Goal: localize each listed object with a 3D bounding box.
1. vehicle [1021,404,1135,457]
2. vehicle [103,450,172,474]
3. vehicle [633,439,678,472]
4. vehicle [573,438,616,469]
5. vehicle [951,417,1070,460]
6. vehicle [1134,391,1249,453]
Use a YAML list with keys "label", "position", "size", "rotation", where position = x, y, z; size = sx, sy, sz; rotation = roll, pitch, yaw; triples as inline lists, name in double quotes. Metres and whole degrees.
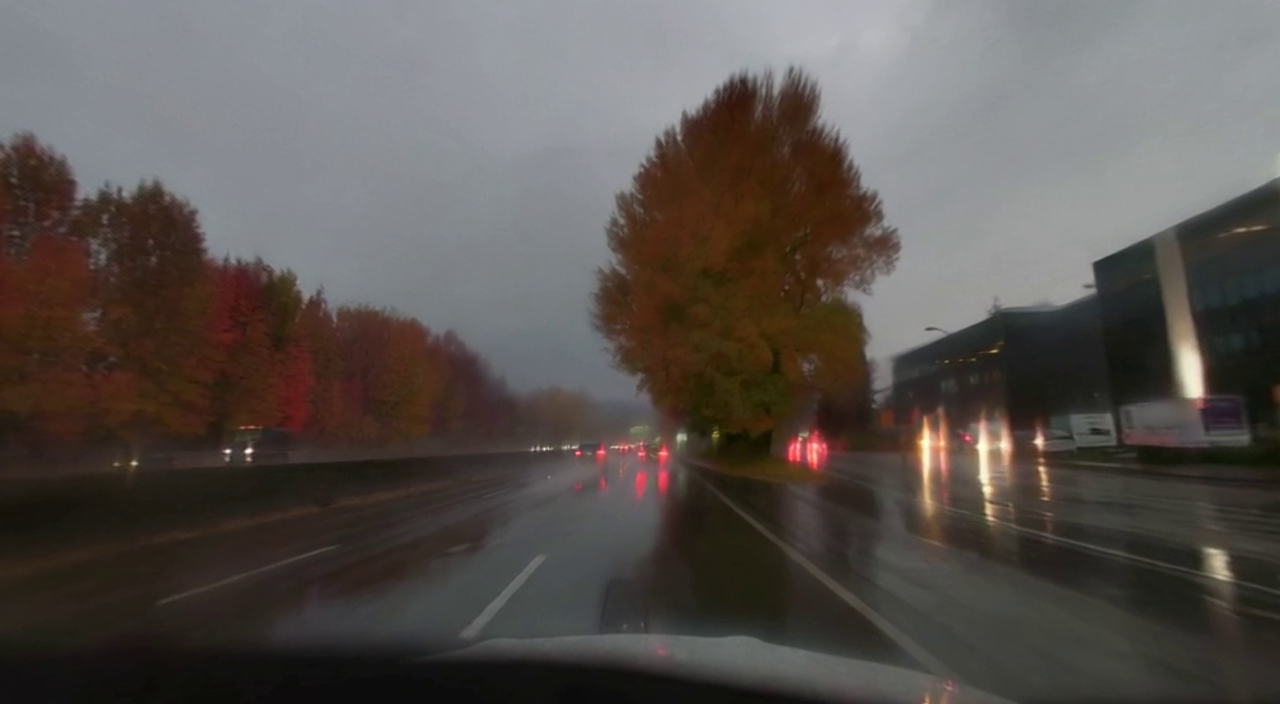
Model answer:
- label: "vehicle"
  position: [23.095, 4.226, 33.468]
  size: [4.440, 2.545, 2.105]
  rotation: [-5, -10, 24]
- label: "vehicle"
  position: [-36.400, 7.944, 45.693]
  size: [1.836, 1.590, 3.860]
  rotation: [0, -8, -1]
- label: "vehicle"
  position: [0.719, 5.001, 30.638]
  size: [2.040, 1.493, 3.682]
  rotation: [0, -8, 0]
- label: "vehicle"
  position: [-2.603, 5.934, 37.106]
  size: [2.197, 1.709, 4.069]
  rotation: [0, -8, 0]
- label: "vehicle"
  position: [26.709, 6.297, 45.627]
  size: [6.918, 2.911, 2.524]
  rotation: [0, -9, -1]
- label: "vehicle"
  position: [22.977, 2.959, 26.338]
  size: [2.673, 2.486, 2.062]
  rotation: [0, -8, -1]
